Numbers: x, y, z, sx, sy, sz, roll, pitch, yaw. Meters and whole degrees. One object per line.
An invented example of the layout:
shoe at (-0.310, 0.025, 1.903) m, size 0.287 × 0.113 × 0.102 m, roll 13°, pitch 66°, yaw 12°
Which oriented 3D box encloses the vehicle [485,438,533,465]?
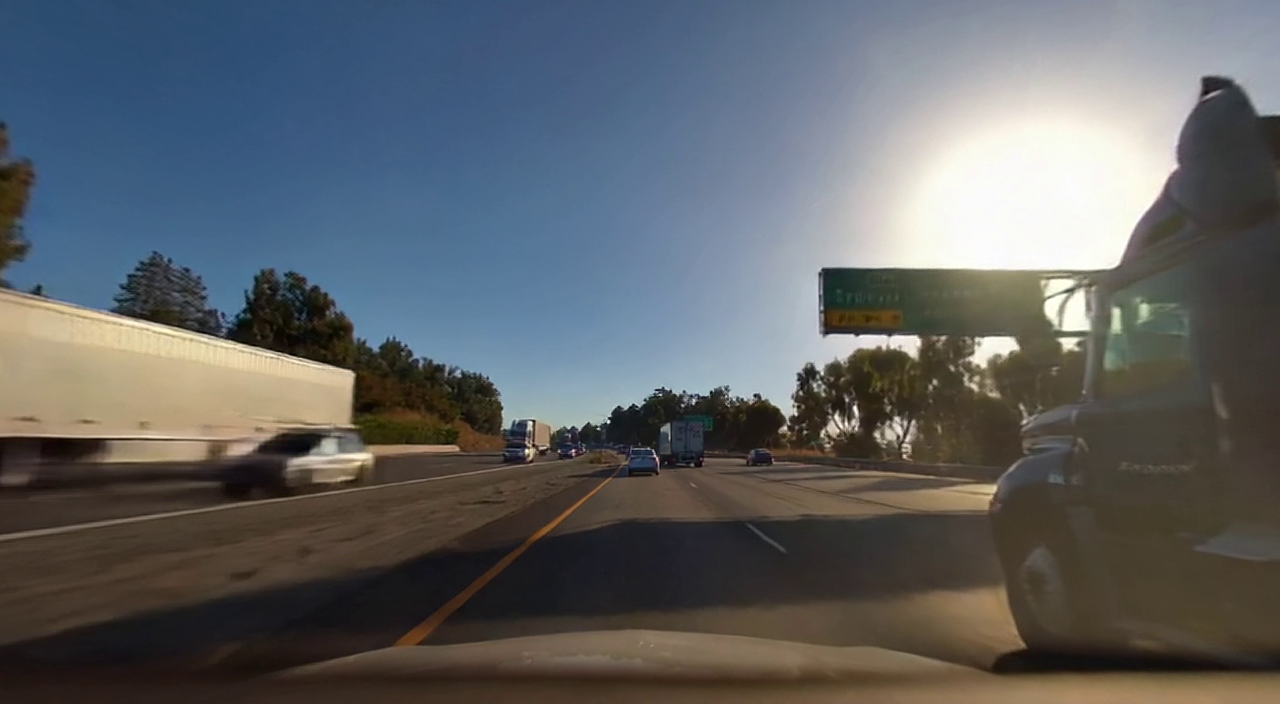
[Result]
vehicle at (-8.027, 6.157, 39.094) m, size 1.948 × 1.580 × 4.373 m, roll 0°, pitch -9°, yaw 1°

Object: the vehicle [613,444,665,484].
vehicle at (-0.047, 4.839, 27.545) m, size 2.111 × 1.599 × 3.859 m, roll 0°, pitch -9°, yaw 0°

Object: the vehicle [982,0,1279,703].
vehicle at (3.754, -0.007, 0.615) m, size 2.975 × 2.936 × 6.573 m, roll 0°, pitch -9°, yaw -1°

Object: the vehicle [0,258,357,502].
vehicle at (-12.094, 1.378, 16.261) m, size 2.911 × 4.015 × 14.235 m, roll 0°, pitch -9°, yaw 0°

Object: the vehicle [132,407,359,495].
vehicle at (-7.984, 2.095, 13.385) m, size 2.003 × 1.558 × 4.213 m, roll 0°, pitch -9°, yaw 1°

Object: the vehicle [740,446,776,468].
vehicle at (9.212, 8.215, 49.409) m, size 1.902 × 1.652 × 3.995 m, roll 0°, pitch -9°, yaw -2°
